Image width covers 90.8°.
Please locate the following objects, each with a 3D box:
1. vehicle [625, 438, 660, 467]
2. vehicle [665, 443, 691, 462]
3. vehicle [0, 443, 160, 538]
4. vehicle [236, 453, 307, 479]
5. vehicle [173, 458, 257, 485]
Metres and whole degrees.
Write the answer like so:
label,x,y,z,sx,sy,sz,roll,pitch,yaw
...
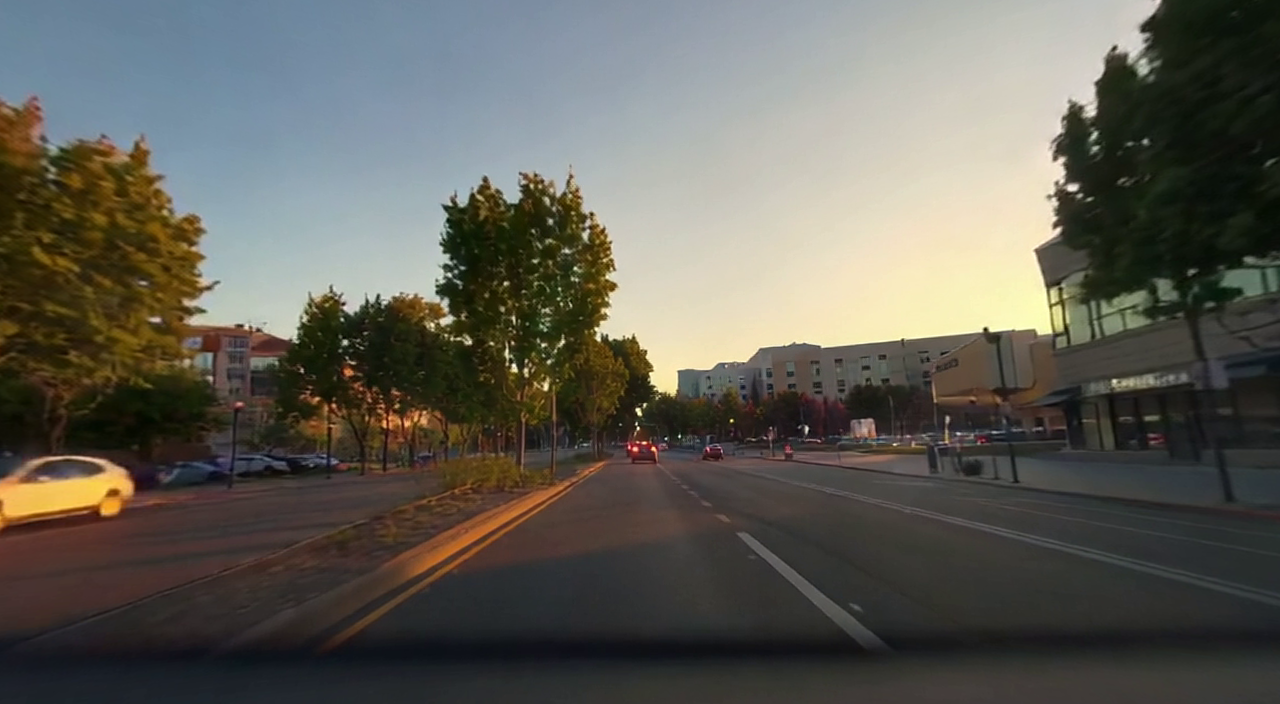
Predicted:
label,x,y,z,sx,sy,sz,roll,pitch,yaw
vehicle,0.131,6.315,39.863,2.100,1.683,4.231,0,-8,0
vehicle,2.939,7.834,49.427,1.685,1.441,3.795,0,-8,-1
vehicle,-13.045,2.862,13.533,1.953,1.778,4.482,-1,-8,0
vehicle,-25.755,7.978,44.399,2.051,1.644,4.674,-1,-8,1
vehicle,-26.298,7.371,39.329,1.815,1.470,4.581,-1,-8,4
